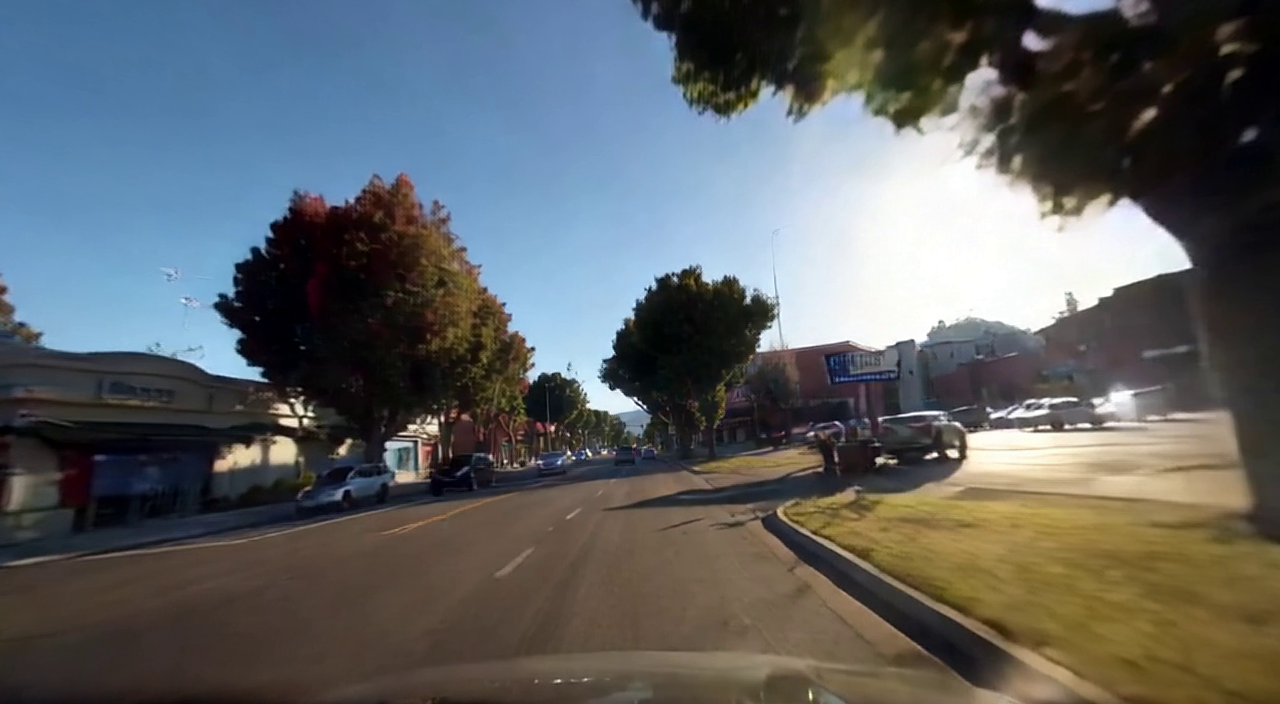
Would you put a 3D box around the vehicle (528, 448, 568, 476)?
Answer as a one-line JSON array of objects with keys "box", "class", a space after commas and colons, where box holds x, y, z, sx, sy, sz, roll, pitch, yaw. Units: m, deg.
[{"box": [-6.149, 7.336, 42.458, 2.030, 1.701, 4.559, -1, -8, 0], "class": "vehicle"}]

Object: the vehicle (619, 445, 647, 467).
[{"box": [-0.541, 7.782, 47.371, 2.020, 1.478, 3.922, 0, -8, -2], "class": "vehicle"}]

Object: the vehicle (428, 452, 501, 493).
[{"box": [-7.938, 5.465, 28.966, 2.038, 1.670, 4.468, -1, -8, 1], "class": "vehicle"}]

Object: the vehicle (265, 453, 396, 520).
[{"box": [-10.898, 4.709, 22.755, 2.102, 2.004, 5.285, 0, -8, -1], "class": "vehicle"}]
